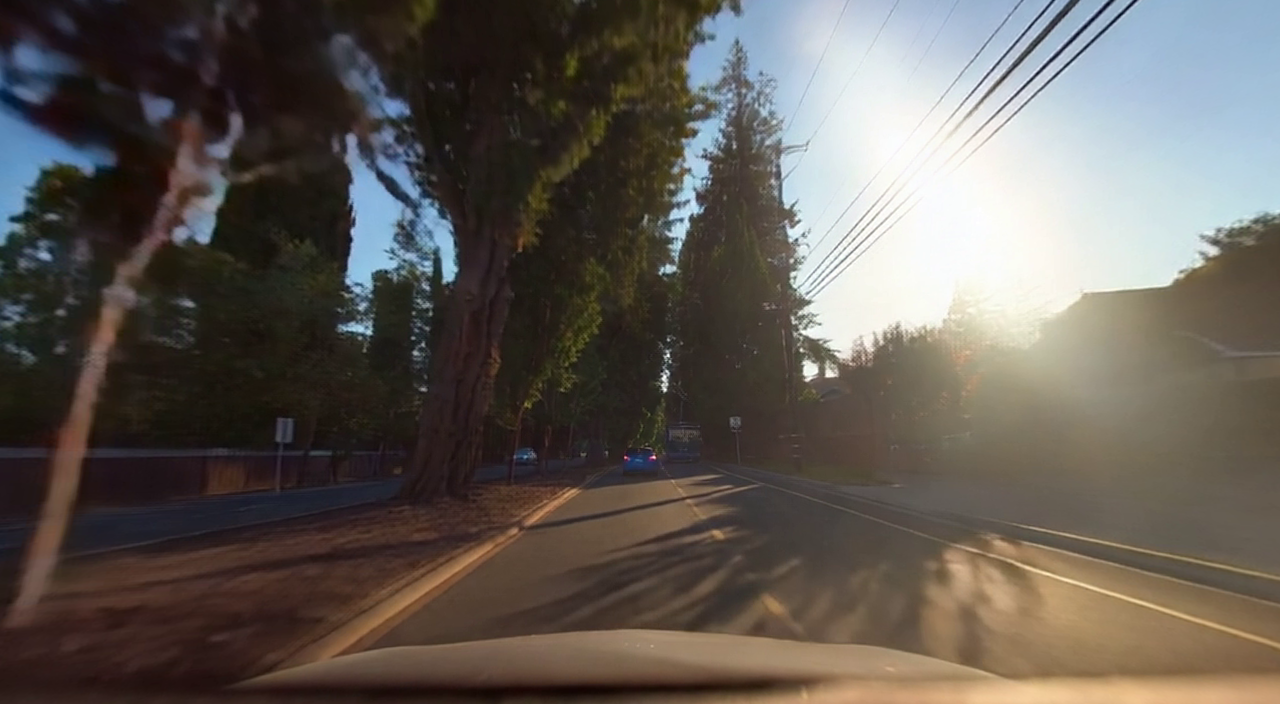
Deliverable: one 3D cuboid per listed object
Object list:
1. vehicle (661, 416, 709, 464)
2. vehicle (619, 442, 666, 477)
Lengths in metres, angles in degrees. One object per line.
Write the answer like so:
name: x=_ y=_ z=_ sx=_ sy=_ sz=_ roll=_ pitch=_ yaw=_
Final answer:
vehicle: x=3.263 y=6.956 z=49.550 sx=2.789 sy=3.285 sz=12.428 roll=0 pitch=-8 yaw=0
vehicle: x=0.127 y=4.939 z=29.333 sx=2.018 sy=1.511 sz=3.993 roll=0 pitch=-8 yaw=1
